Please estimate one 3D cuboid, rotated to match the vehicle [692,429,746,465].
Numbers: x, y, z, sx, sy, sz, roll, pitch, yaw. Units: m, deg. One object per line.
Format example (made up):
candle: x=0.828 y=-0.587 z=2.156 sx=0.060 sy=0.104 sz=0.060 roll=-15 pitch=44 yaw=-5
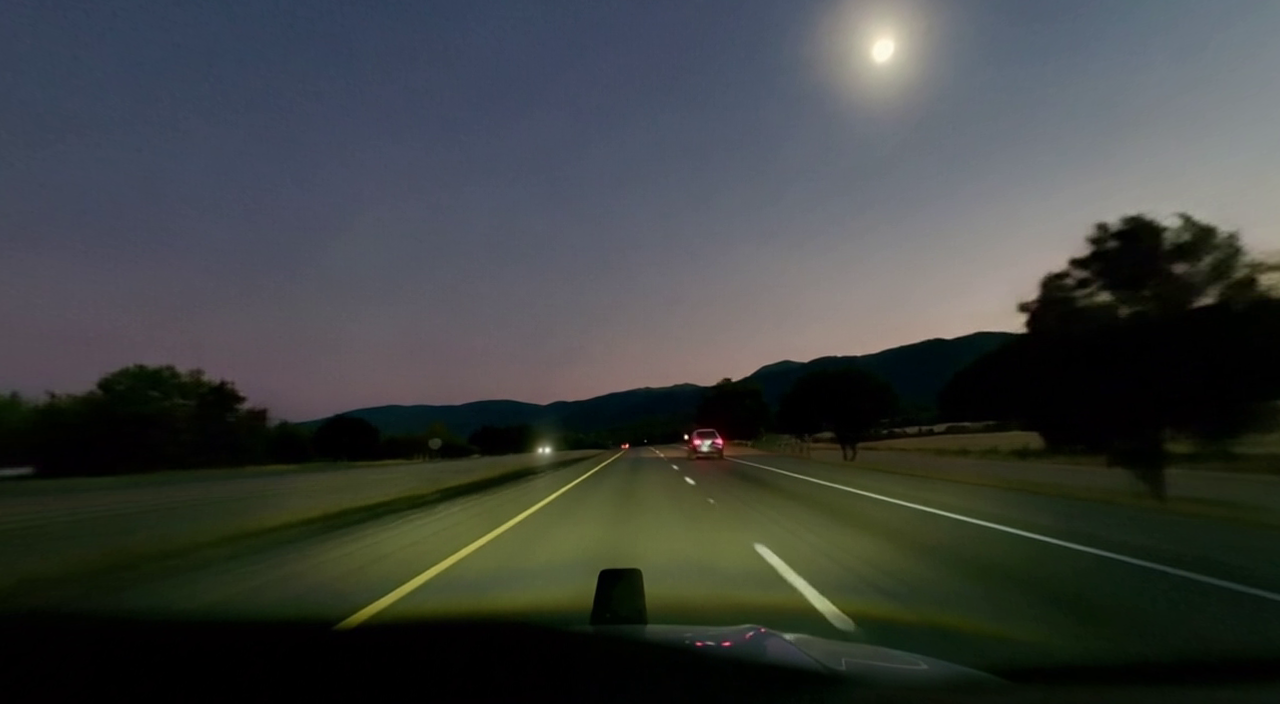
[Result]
vehicle: x=3.787 y=4.622 z=30.850 sx=2.157 sy=1.640 sz=4.056 roll=0 pitch=-8 yaw=1
